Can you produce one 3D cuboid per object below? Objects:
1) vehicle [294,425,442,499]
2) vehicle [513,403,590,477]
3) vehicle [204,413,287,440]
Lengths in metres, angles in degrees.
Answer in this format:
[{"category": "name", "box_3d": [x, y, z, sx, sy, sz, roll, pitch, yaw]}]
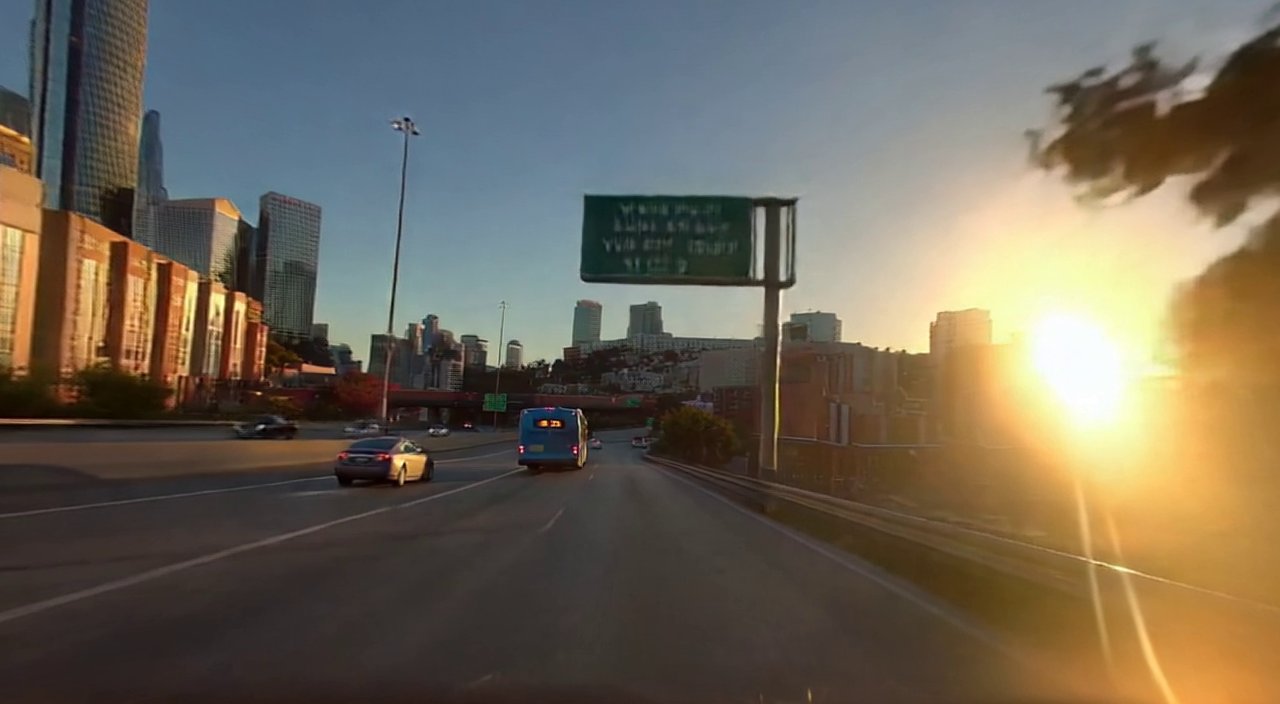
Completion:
[{"category": "vehicle", "box_3d": [-6.993, 2.892, 16.840, 1.993, 1.690, 4.450, 0, -9, 0]}, {"category": "vehicle", "box_3d": [-3.880, 4.248, 29.628, 2.888, 2.944, 8.373, 1, -10, -3]}, {"category": "vehicle", "box_3d": [-29.784, 5.714, 47.890, 2.209, 1.845, 5.765, -1, -9, 5]}]
